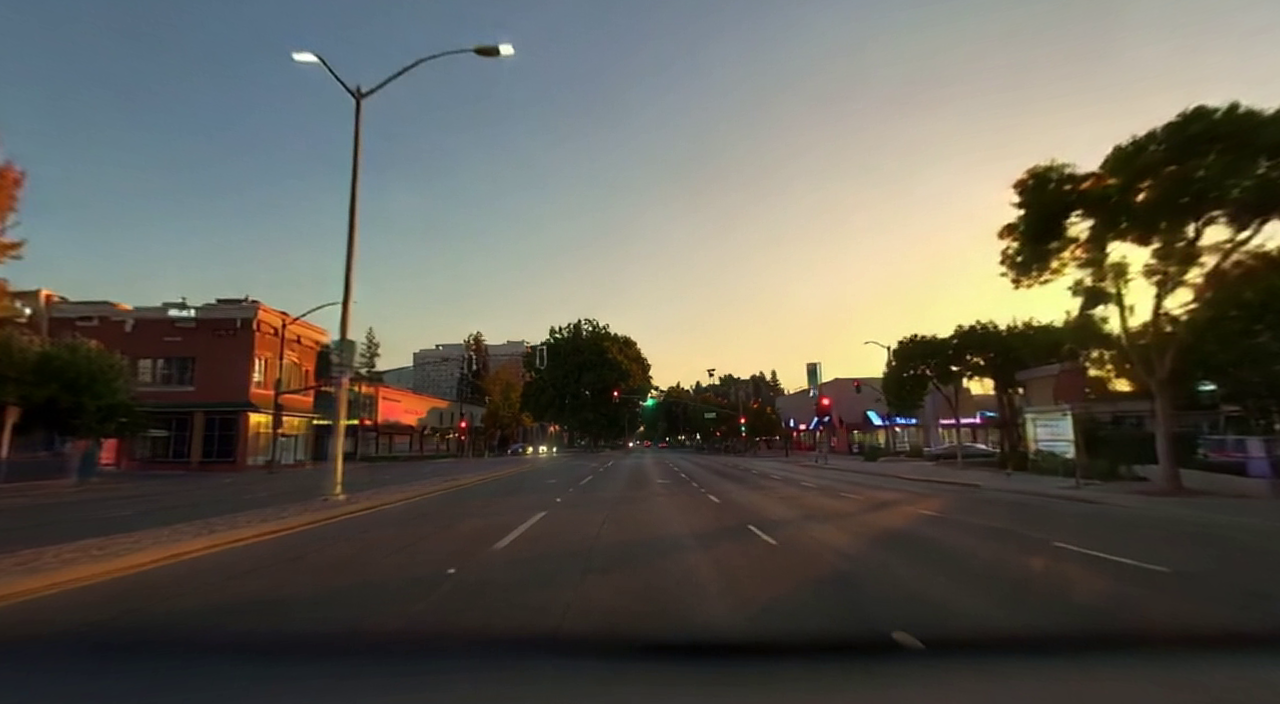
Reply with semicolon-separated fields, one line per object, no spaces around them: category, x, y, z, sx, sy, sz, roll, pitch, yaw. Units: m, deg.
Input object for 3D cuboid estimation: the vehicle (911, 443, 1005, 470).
vehicle;18.852;6.220;37.610;4.545;1.511;1.935;0;-9;-3
